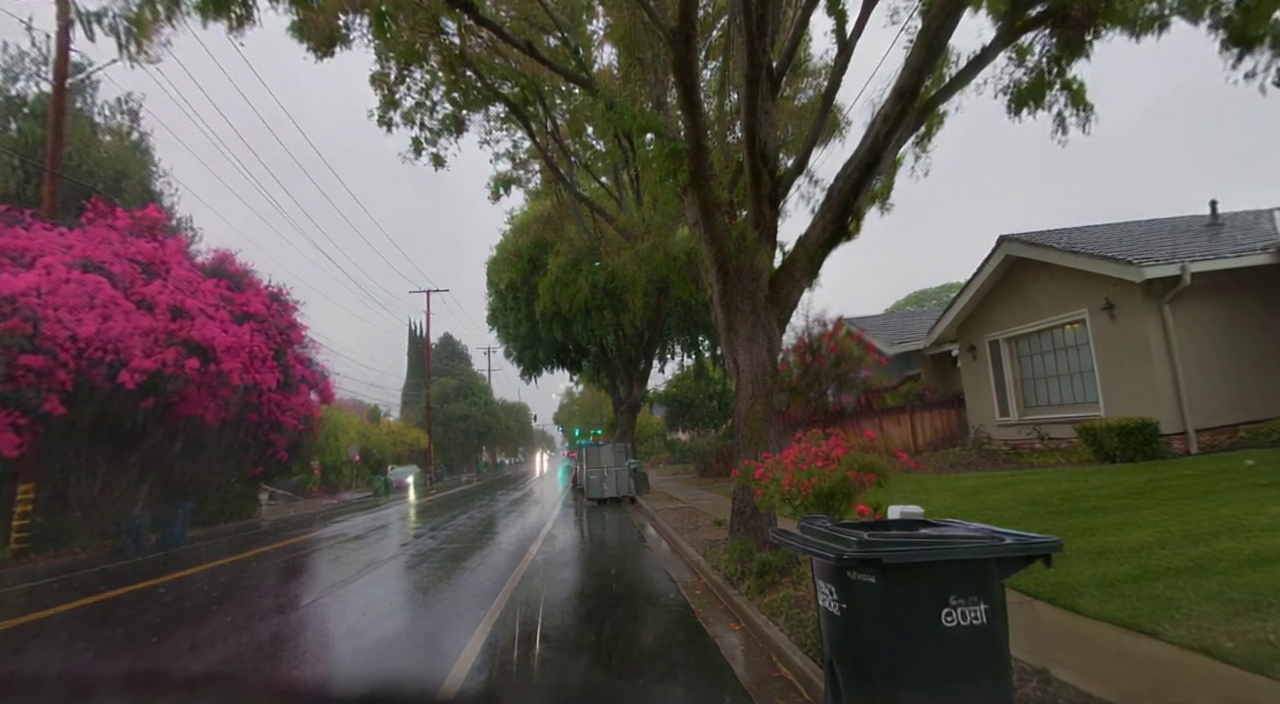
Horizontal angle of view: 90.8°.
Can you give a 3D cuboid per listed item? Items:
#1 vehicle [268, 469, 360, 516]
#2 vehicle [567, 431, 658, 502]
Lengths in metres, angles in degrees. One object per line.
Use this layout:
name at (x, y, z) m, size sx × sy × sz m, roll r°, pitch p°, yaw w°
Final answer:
vehicle at (-13.767, 5.917, 26.975) m, size 1.982 × 1.660 × 4.142 m, roll 1°, pitch -8°, yaw -5°
vehicle at (-0.826, 3.074, 17.384) m, size 2.190 × 1.708 × 4.115 m, roll 0°, pitch -8°, yaw -4°
